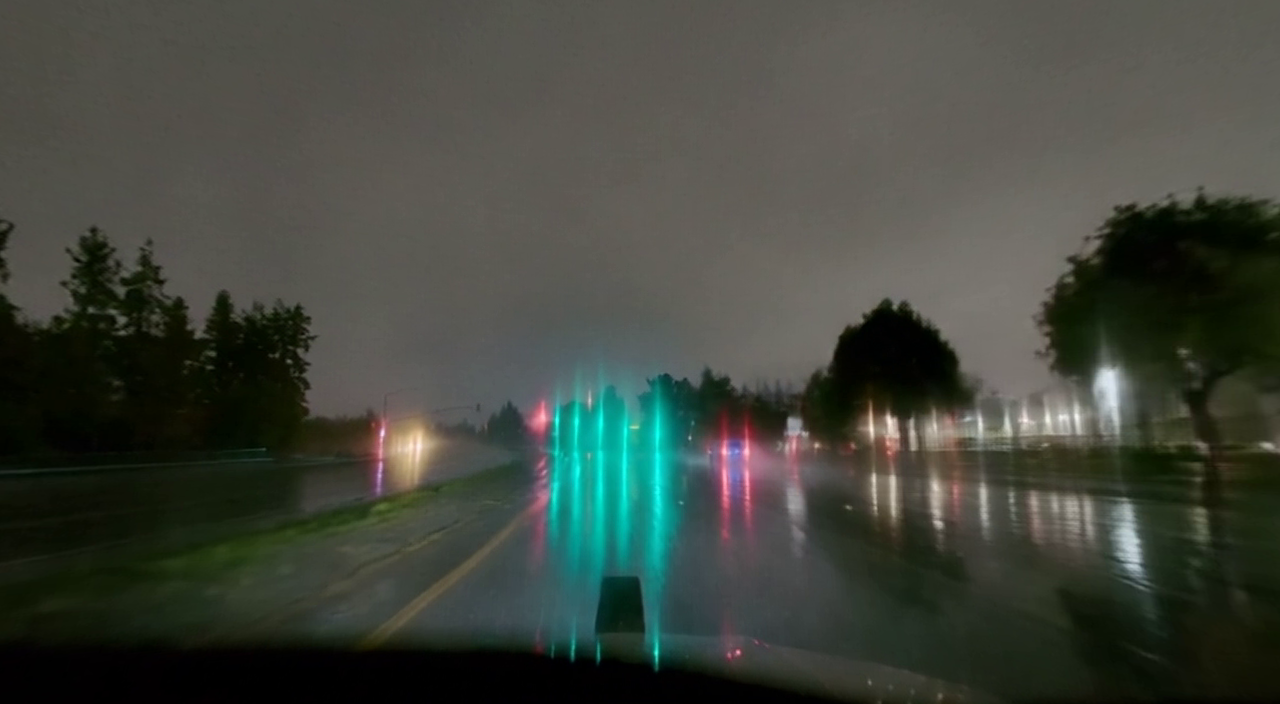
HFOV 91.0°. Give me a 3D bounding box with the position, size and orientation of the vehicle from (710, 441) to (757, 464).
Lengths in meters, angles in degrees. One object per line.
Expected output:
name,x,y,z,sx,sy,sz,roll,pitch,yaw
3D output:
vehicle,6.247,6.795,42.683,1.908,1.483,4.474,1,-9,-8
